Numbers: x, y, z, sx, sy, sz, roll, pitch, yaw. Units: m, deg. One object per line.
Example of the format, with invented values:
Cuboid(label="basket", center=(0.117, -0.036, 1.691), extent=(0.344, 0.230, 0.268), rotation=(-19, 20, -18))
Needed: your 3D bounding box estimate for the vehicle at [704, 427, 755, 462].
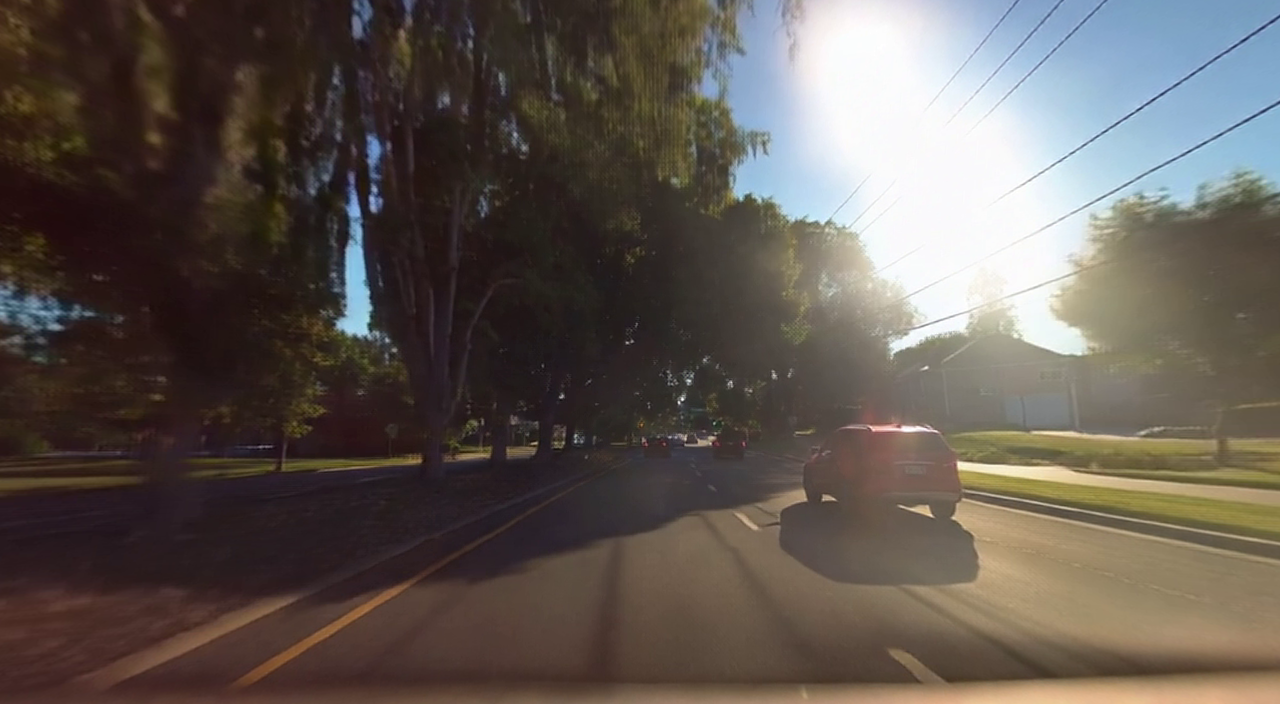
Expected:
Cuboid(label="vehicle", center=(5.082, 5.325, 36.532), extent=(2.254, 1.840, 4.918), rotation=(-1, -8, 1))

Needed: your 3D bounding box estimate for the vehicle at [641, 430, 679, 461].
Cuboid(label="vehicle", center=(1.227, 5.624, 38.104), extent=(2.163, 1.746, 4.073), rotation=(-1, -8, 3))

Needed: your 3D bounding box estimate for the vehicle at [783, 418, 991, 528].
Cuboid(label="vehicle", center=(3.939, 1.999, 11.022), extent=(1.881, 1.512, 4.294), rotation=(-1, -8, 0))
